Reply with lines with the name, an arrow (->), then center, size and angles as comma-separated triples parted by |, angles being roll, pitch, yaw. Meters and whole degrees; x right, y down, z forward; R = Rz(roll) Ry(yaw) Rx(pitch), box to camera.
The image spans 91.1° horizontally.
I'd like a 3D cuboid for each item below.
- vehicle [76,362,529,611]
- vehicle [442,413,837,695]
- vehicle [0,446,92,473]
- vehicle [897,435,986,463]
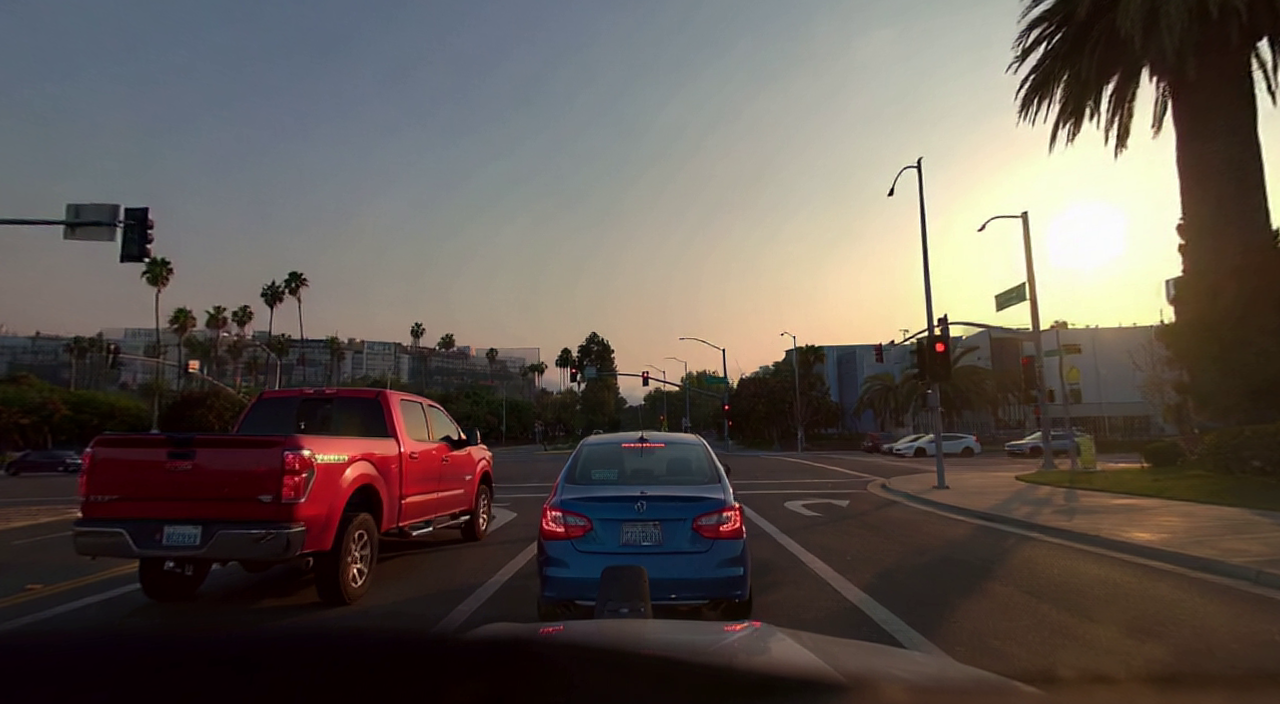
vehicle -> -3.228, 1.481, 7.914 | 2.330, 1.969, 5.626 | -1, -8, 3
vehicle -> 0.032, 1.397, 5.534 | 2.122, 1.501, 4.152 | 0, -8, 1
vehicle -> -37.103, 6.640, 38.863 | 4.576, 1.617, 1.937 | 0, -8, 2
vehicle -> 18.808, 6.071, 39.303 | 4.466, 1.717, 1.963 | 0, -9, 2
